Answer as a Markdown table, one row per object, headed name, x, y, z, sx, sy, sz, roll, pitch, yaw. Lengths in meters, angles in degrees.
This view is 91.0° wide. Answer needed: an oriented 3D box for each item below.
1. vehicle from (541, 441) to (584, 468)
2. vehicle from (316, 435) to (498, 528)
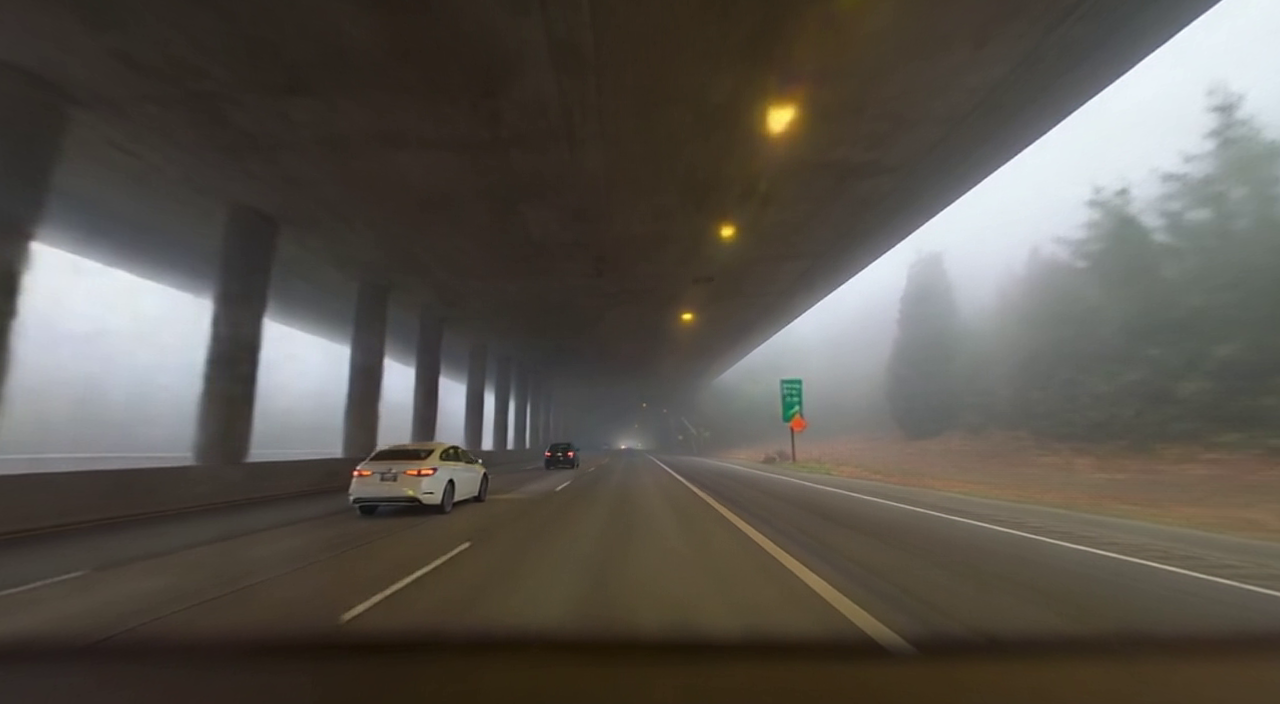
| name | x | y | z | sx | sy | sz | roll | pitch | yaw |
| --- | --- | --- | --- | --- | --- | --- | --- | --- | --- |
| vehicle | -4.399 | 5.878 | 36.334 | 1.973 | 1.474 | 4.199 | -1 | -8 | 0 |
| vehicle | -4.152 | 2.351 | 12.071 | 1.885 | 1.424 | 4.230 | -1 | -8 | 0 |
